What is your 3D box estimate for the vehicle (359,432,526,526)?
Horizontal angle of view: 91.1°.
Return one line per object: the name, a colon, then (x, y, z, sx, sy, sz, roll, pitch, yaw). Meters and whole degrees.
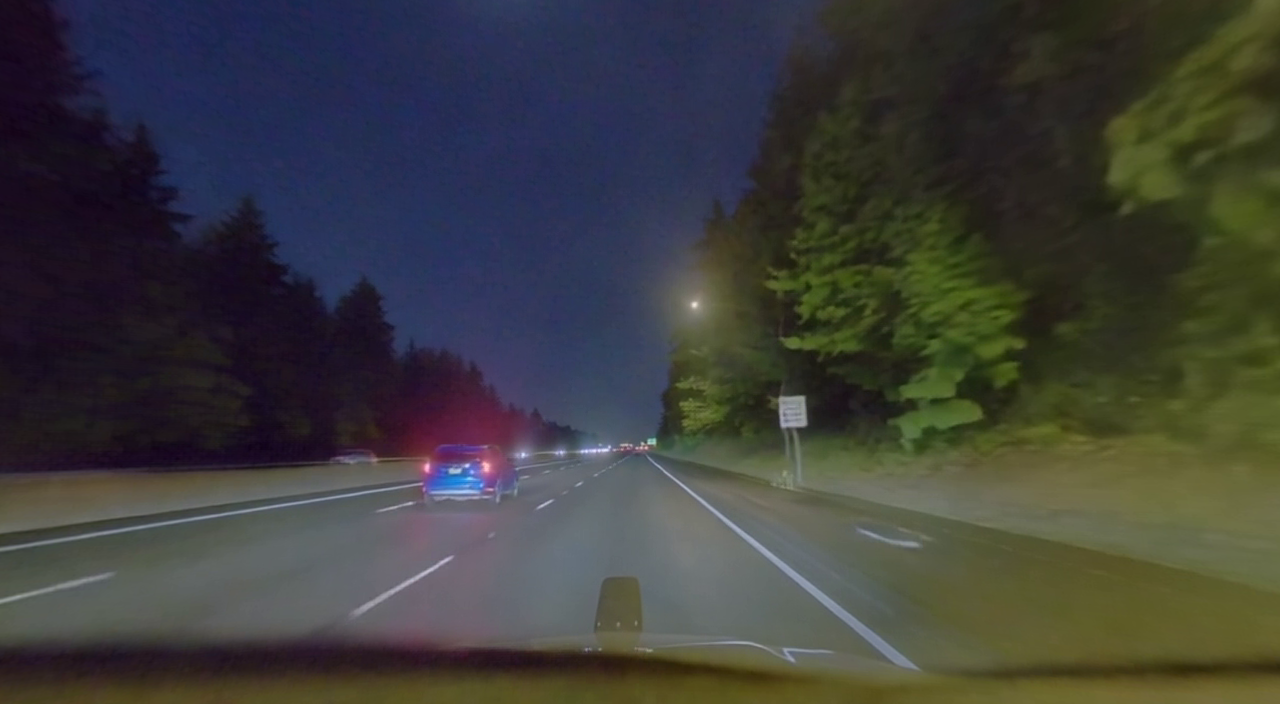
vehicle: (-3.900, 2.595, 13.341, 2.104, 1.626, 4.283, -1, -9, 1)
